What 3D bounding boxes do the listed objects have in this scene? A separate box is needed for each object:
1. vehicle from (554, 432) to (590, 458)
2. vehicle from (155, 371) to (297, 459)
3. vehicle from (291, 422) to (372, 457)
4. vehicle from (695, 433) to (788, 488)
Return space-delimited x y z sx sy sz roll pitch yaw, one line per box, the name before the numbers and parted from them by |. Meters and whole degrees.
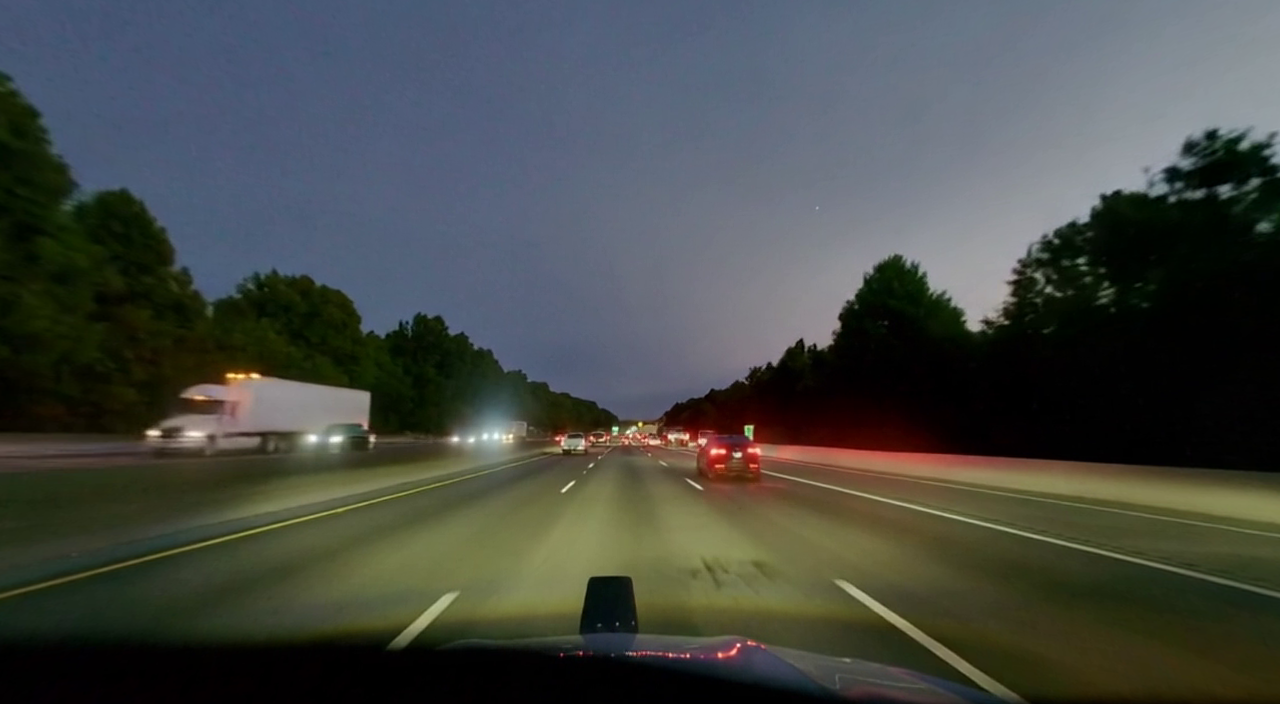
vehicle | -4.587 6.308 43.044 2.011 1.614 4.808 0 -8 -1
vehicle | -20.362 3.235 31.540 2.956 3.974 5.969 0 -8 -1
vehicle | -16.624 4.737 34.315 2.013 1.733 4.867 0 -8 -1
vehicle | 2.921 3.207 19.040 1.990 1.480 3.865 0 -8 -3
